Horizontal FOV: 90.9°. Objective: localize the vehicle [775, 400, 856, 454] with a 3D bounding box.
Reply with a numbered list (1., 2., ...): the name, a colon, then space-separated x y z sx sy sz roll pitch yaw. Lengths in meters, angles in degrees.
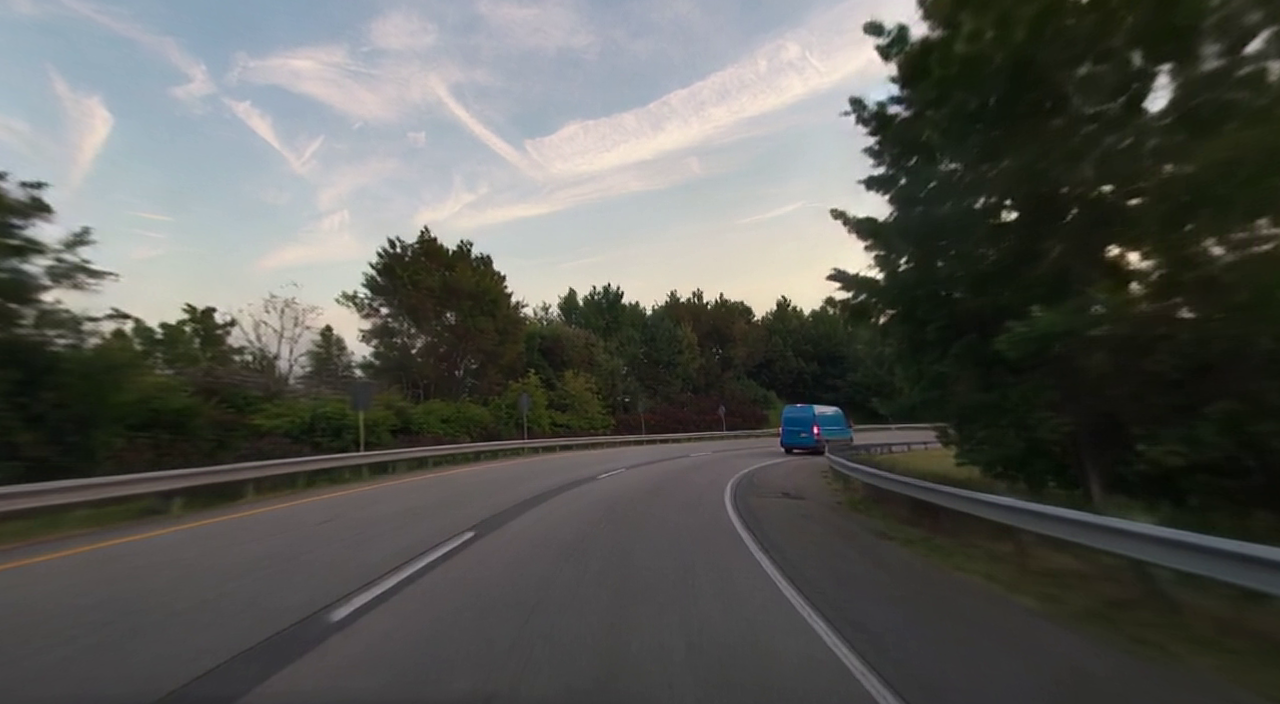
1. vehicle: 9.374 3.991 33.353 2.352 2.577 5.330 -5 -9 35
